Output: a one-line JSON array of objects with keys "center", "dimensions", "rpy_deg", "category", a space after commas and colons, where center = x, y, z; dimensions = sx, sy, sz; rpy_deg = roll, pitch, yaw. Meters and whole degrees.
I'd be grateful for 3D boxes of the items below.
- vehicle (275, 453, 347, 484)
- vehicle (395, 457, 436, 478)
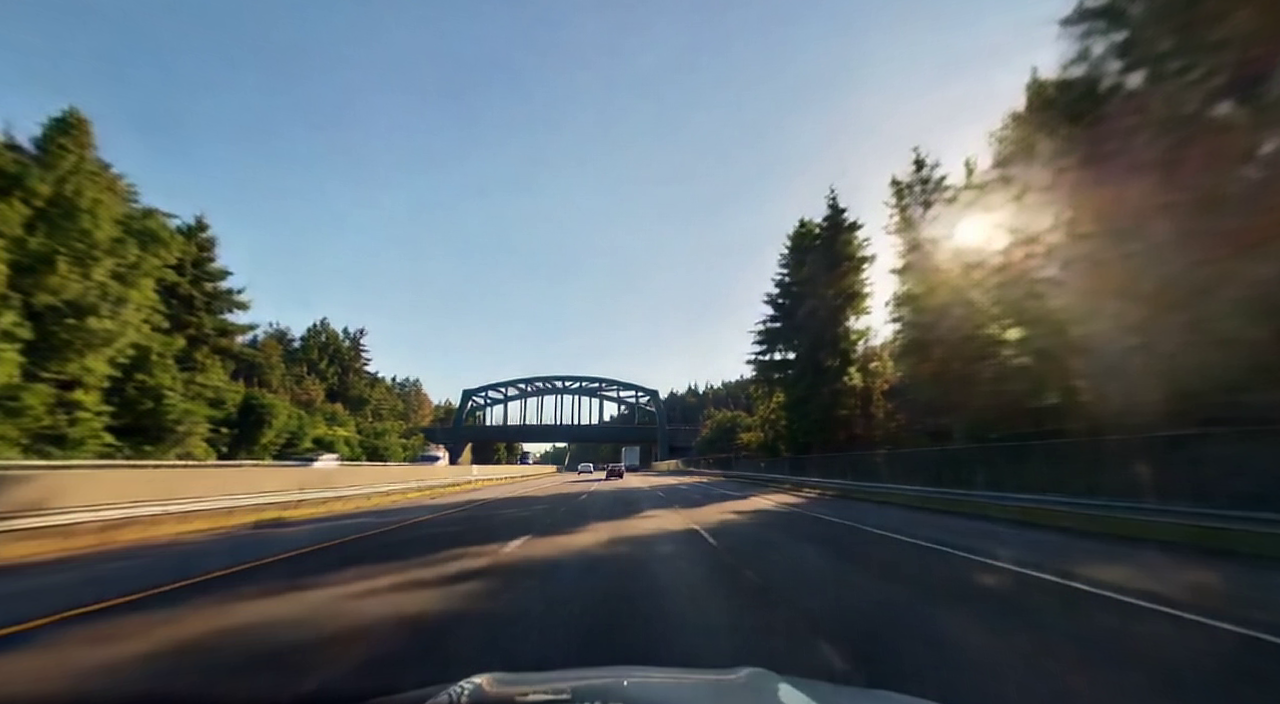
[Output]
[{"center": [-17.055, 6.073, 32.851], "dimensions": [1.763, 1.450, 3.772], "rpy_deg": [1, -10, -1], "category": "vehicle"}, {"center": [-17.073, 8.830, 48.088], "dimensions": [1.868, 1.456, 3.665], "rpy_deg": [1, -10, -2], "category": "vehicle"}]
